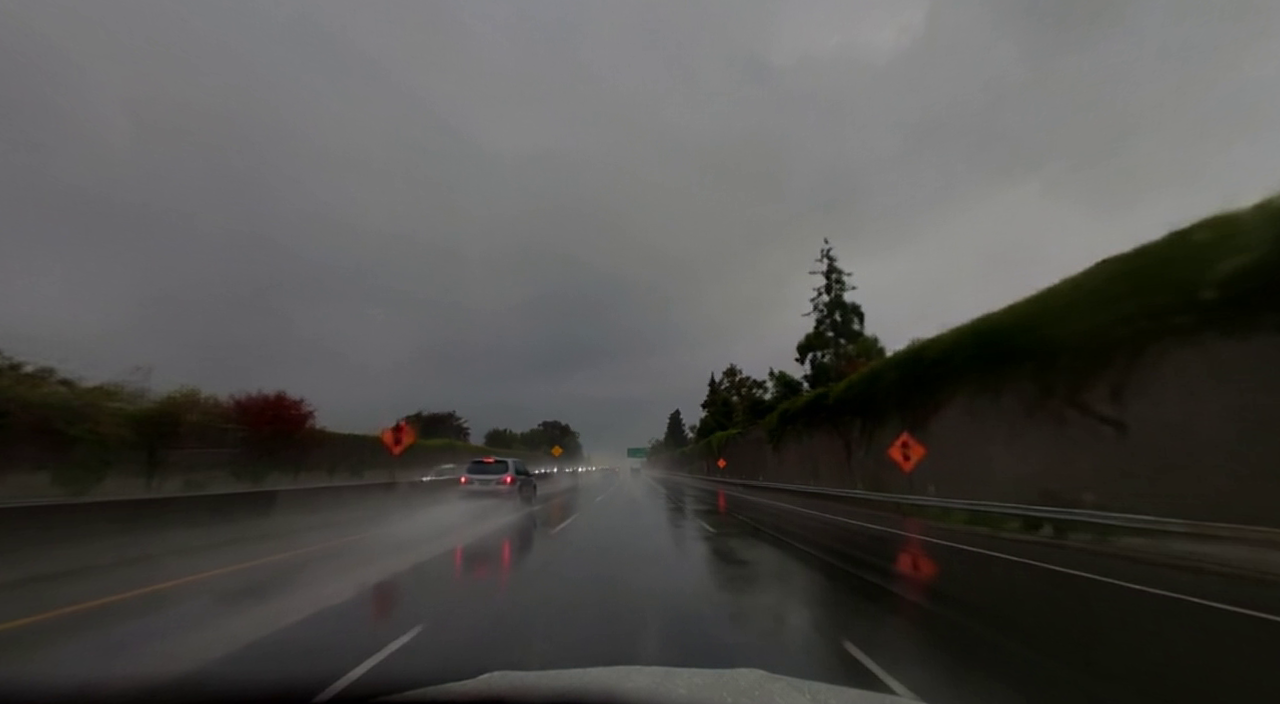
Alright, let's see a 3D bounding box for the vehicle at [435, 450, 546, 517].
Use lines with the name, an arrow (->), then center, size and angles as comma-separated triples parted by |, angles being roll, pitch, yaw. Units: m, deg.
vehicle -> -4.347, 3.959, 19.238 | 2.178, 1.736, 4.847 | 1, -11, 0
